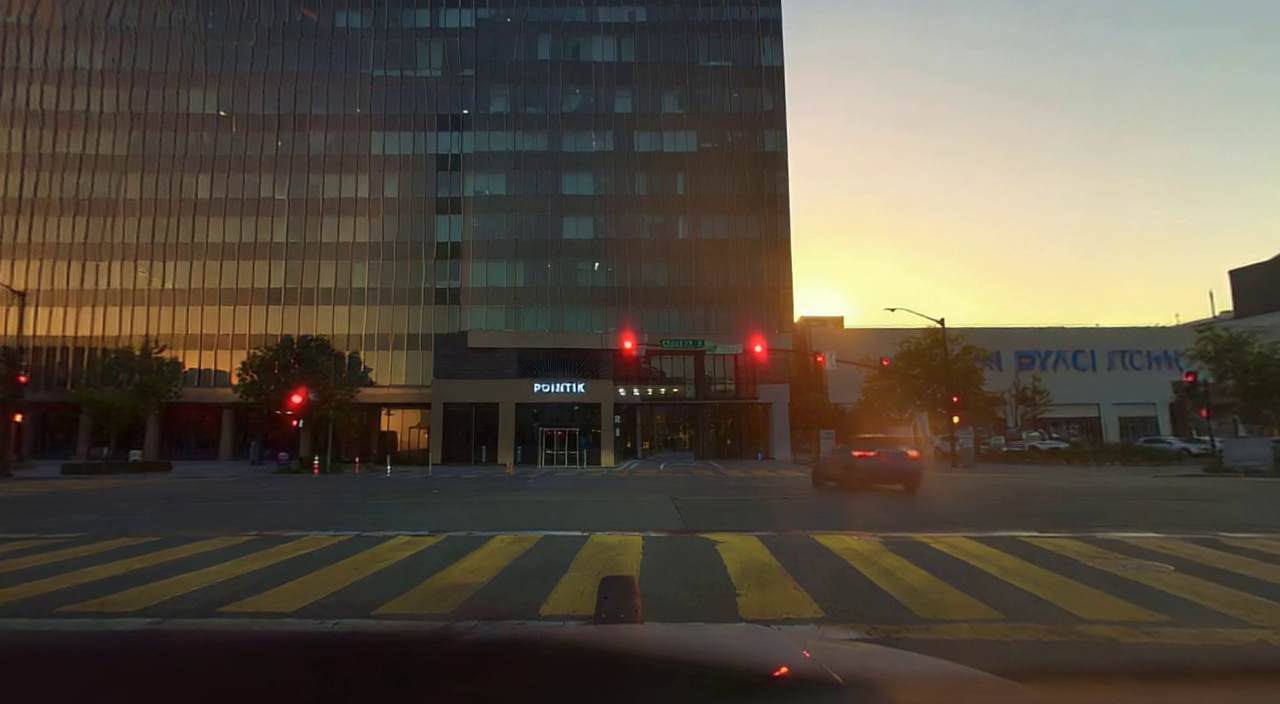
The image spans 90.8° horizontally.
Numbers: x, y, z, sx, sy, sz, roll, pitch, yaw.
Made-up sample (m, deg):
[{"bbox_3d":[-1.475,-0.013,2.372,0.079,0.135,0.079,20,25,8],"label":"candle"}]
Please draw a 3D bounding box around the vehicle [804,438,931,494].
[{"bbox_3d":[6.578,3.339,18.906,1.988,1.466,4.529,0,-8,-2],"label":"vehicle"}]
